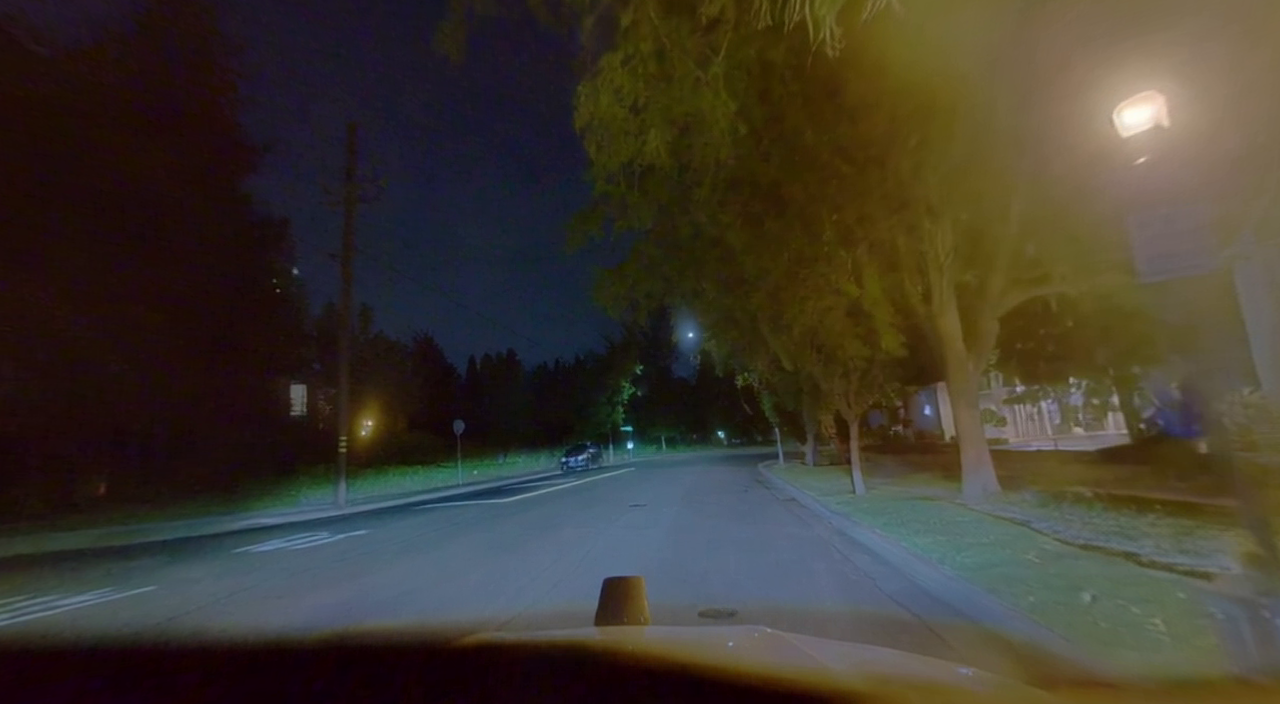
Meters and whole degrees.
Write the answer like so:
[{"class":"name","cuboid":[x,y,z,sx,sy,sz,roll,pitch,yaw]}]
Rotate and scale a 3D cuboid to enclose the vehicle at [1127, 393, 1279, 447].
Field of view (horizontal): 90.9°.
[{"class":"vehicle","cuboid":[18.958,2.408,21.556,1.806,1.481,4.671,-7,-10,14]}]
